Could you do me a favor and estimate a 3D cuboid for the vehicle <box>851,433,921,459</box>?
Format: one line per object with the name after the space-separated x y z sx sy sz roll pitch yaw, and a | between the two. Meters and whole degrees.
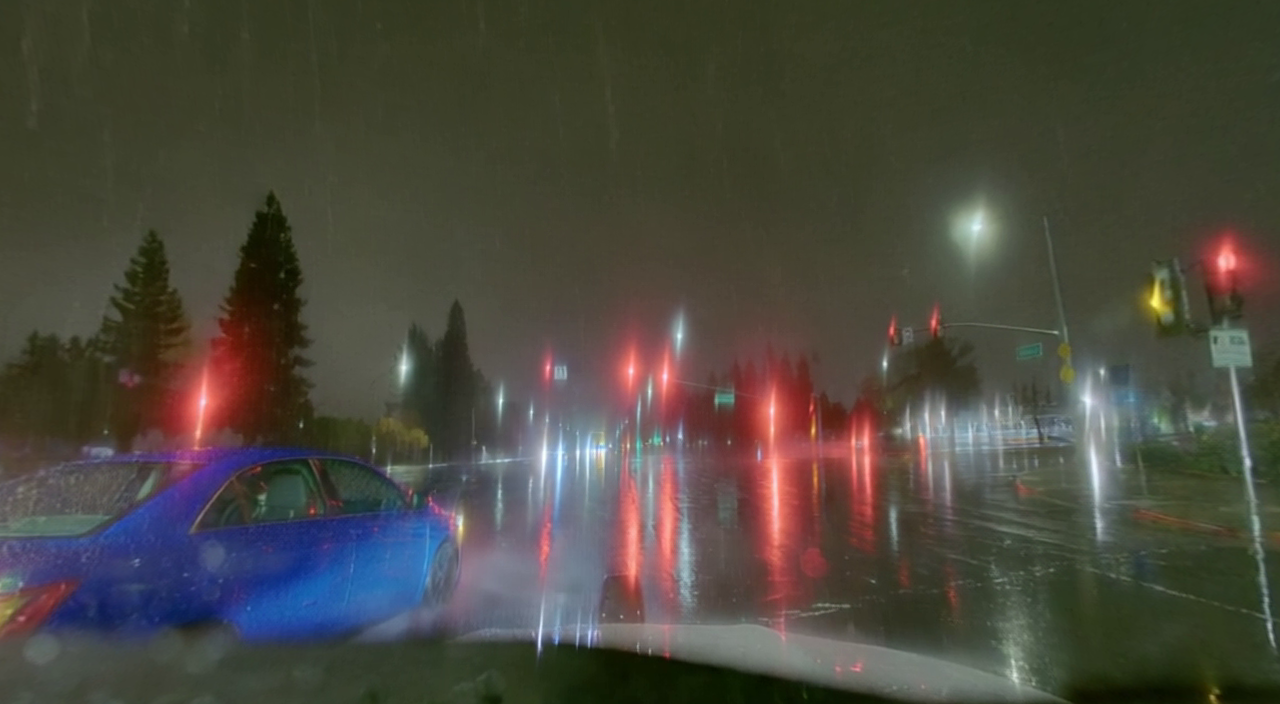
17.632 6.747 45.235 4.600 1.783 1.970 4 -10 -26 | vehicle
